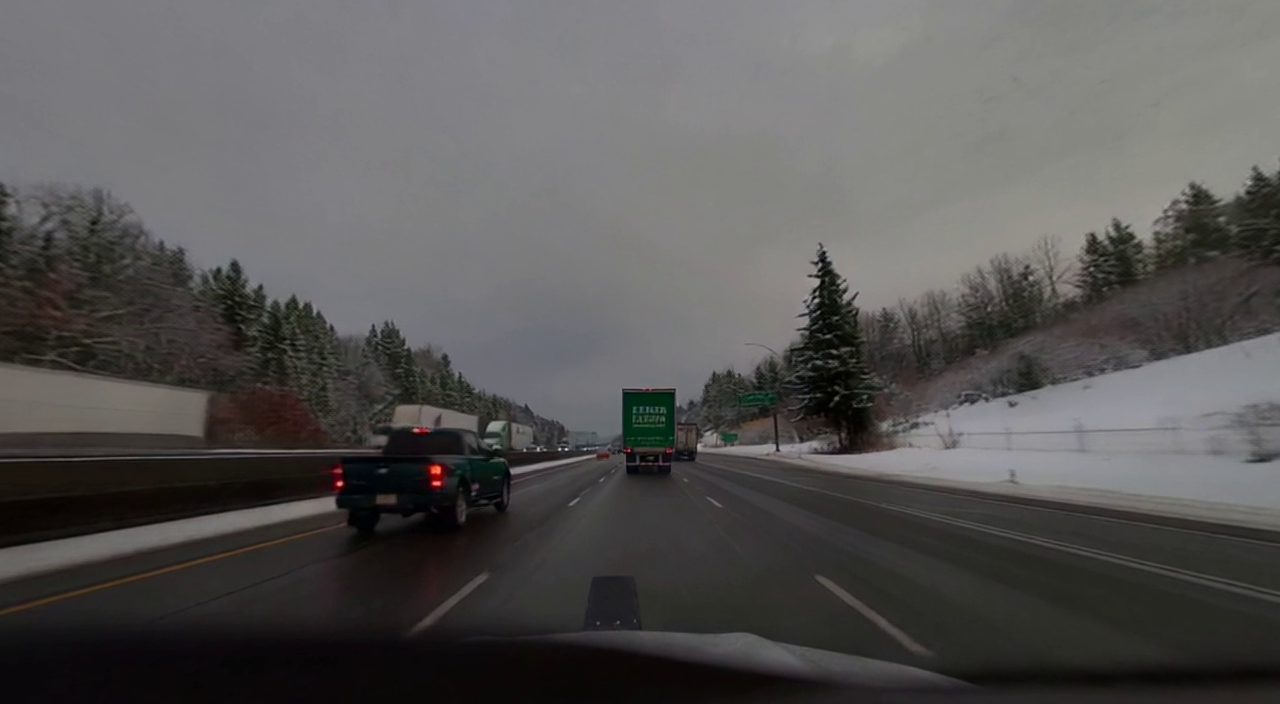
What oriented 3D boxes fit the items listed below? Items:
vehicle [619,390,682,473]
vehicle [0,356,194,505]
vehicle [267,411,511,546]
[{"bbox_3d":[0.496,4.701,36.222,3.057,4.073,10.792,0,-9,0],"label":"vehicle"},{"bbox_3d":[-20.188,2.401,18.977,3.098,4.280,13.902,0,-9,0],"label":"vehicle"},{"bbox_3d":[-3.704,1.969,10.404,2.097,1.711,4.594,0,-9,0],"label":"vehicle"}]
